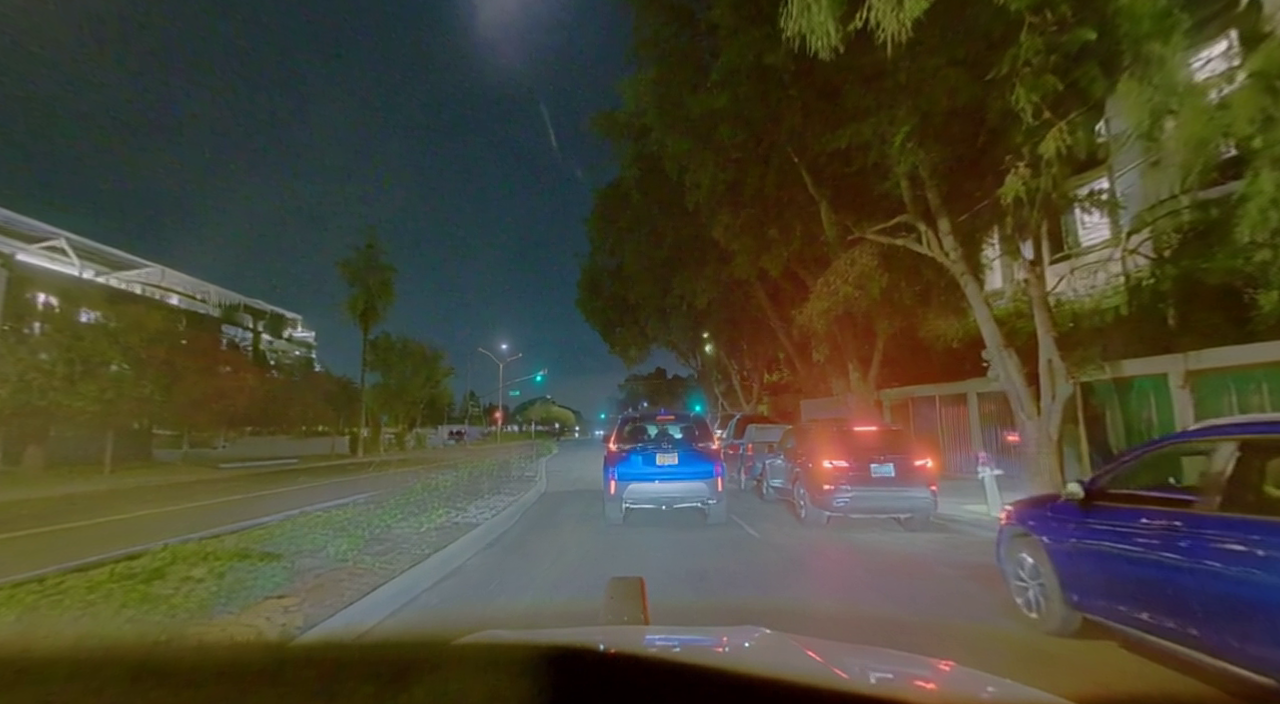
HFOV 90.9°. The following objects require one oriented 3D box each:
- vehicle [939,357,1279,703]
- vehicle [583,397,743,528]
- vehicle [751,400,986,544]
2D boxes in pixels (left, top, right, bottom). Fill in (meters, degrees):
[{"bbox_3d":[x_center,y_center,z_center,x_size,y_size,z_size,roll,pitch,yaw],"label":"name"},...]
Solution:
[{"bbox_3d":[3.554,0.911,2.712,2.138,1.699,4.852,0,-8,0],"label":"vehicle"},{"bbox_3d":[0.362,1.967,11.600,2.386,1.947,4.168,0,-9,1],"label":"vehicle"},{"bbox_3d":[3.598,2.034,11.331,2.238,1.958,5.250,0,-9,0],"label":"vehicle"}]
